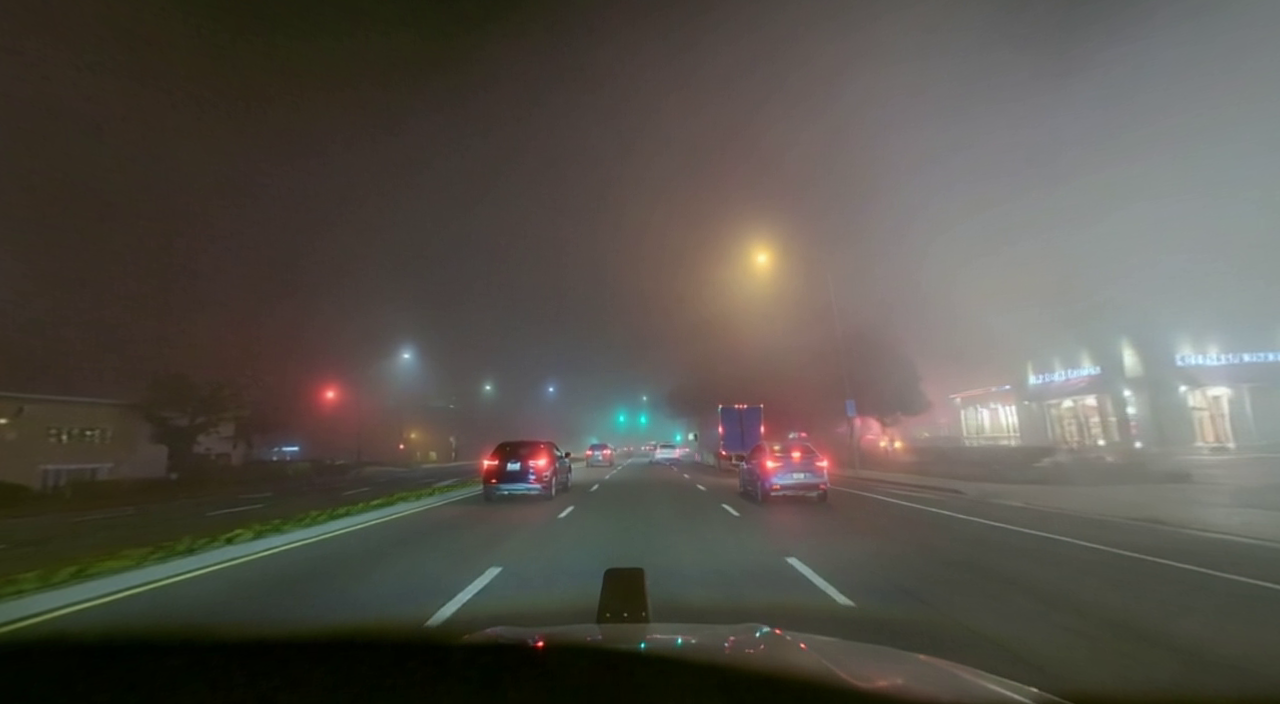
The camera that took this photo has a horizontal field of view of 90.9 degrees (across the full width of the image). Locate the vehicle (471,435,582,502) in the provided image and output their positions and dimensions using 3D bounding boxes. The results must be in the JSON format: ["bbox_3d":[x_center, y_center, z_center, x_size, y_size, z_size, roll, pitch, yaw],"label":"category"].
[{"bbox_3d":[-2.819,3.014,16.762,2.003,1.509,4.396,0,-8,2],"label":"vehicle"}]

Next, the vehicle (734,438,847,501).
[{"bbox_3d":[3.818,3.048,16.817,1.972,1.452,4.189,0,-8,0],"label":"vehicle"}]

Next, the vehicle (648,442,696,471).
[{"bbox_3d":[1.639,5.609,34.030,2.020,1.461,4.326,1,-8,-5],"label":"vehicle"}]

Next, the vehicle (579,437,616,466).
[{"bbox_3d":[-2.757,6.668,42.312,2.137,1.796,4.304,0,-8,1],"label":"vehicle"}]
